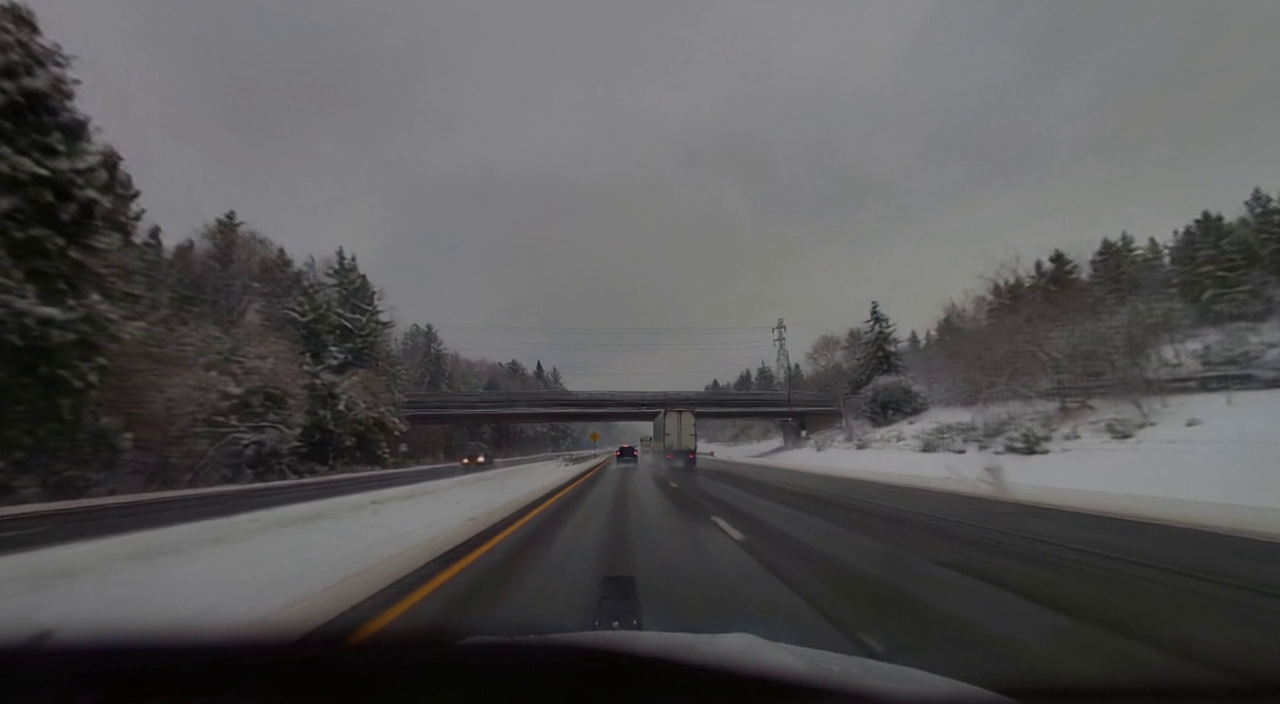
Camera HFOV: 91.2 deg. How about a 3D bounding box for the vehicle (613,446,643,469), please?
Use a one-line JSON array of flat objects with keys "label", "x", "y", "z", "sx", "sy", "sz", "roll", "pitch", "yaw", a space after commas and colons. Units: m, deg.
[{"label": "vehicle", "x": -0.844, "y": 7.201, "z": 42.823, "sx": 1.961, "sy": 1.454, "sz": 3.755, "roll": 0, "pitch": -9, "yaw": -1}]
